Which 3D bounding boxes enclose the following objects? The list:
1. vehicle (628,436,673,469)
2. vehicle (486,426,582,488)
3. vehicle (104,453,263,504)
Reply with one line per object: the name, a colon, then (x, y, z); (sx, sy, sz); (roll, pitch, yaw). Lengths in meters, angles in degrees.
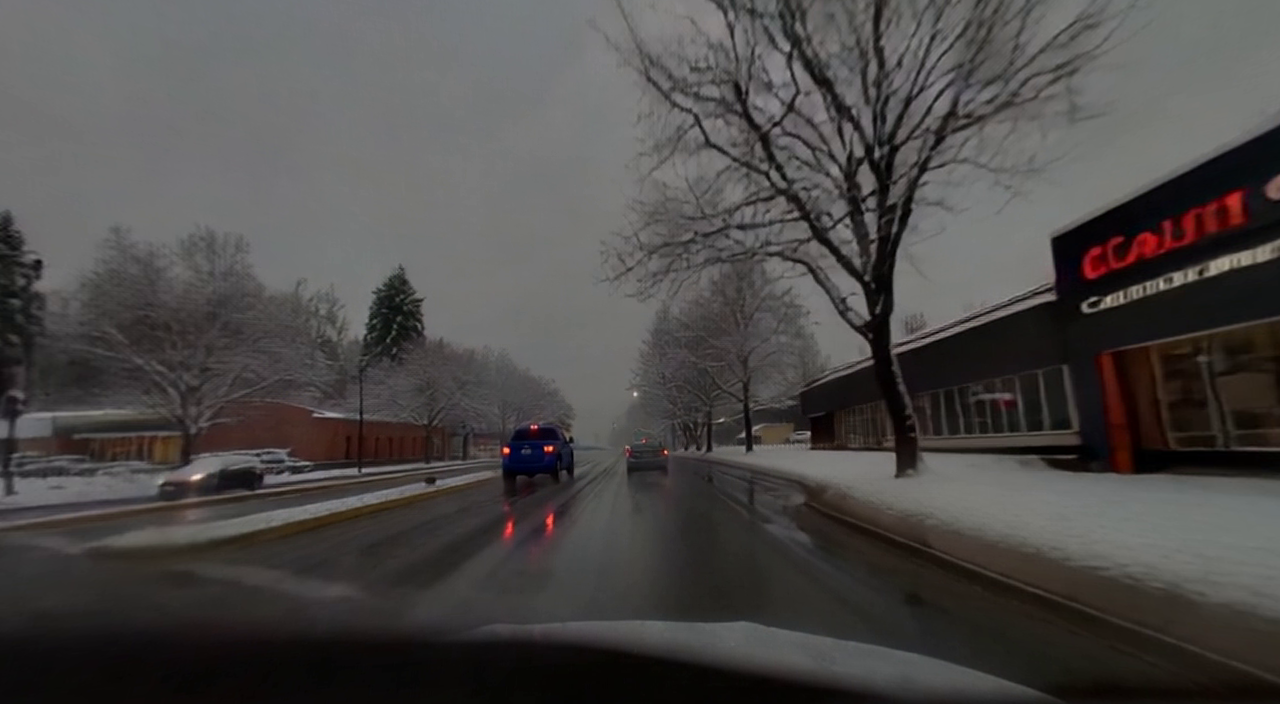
vehicle: (0.469, 4.943, 31.242); (2.103, 1.487, 4.101); (0, -9, -1)
vehicle: (-3.346, 3.468, 21.146); (2.464, 1.777, 5.128); (0, -9, -2)
vehicle: (-15.846, 4.384, 22.359); (1.912, 1.432, 5.070); (-3, -9, 0)
